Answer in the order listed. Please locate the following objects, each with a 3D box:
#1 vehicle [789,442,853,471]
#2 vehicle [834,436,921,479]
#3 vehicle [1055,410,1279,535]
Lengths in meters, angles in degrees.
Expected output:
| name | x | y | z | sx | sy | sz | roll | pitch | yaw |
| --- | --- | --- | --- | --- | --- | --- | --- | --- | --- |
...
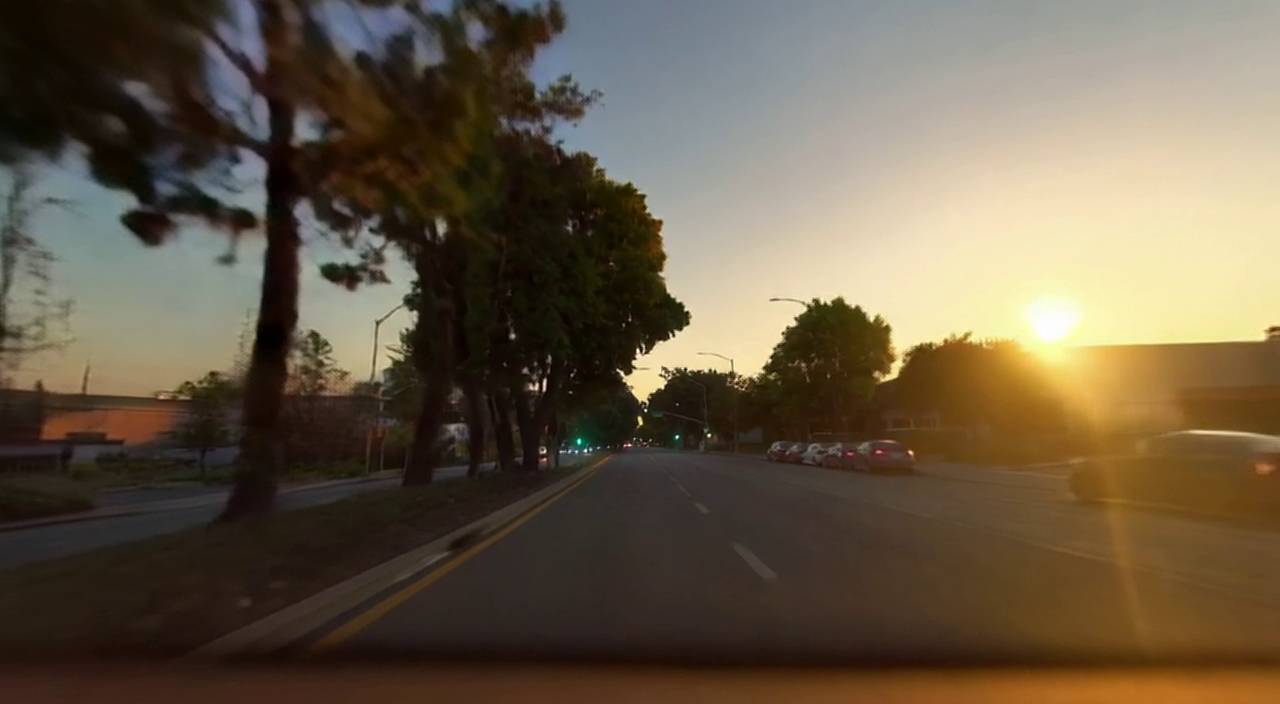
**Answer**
| name | x | y | z | sx | sy | sz | roll | pitch | yaw |
| --- | --- | --- | --- | --- | --- | --- | --- | --- | --- |
| vehicle | 9.601 | 5.589 | 33.965 | 1.930 | 1.453 | 4.665 | 0 | -9 | -2 |
| vehicle | 9.806 | 4.386 | 26.478 | 1.970 | 1.610 | 4.247 | 0 | -9 | -1 |
| vehicle | 9.885 | 2.022 | 11.099 | 2.037 | 1.732 | 4.530 | 0 | -9 | 0 |
